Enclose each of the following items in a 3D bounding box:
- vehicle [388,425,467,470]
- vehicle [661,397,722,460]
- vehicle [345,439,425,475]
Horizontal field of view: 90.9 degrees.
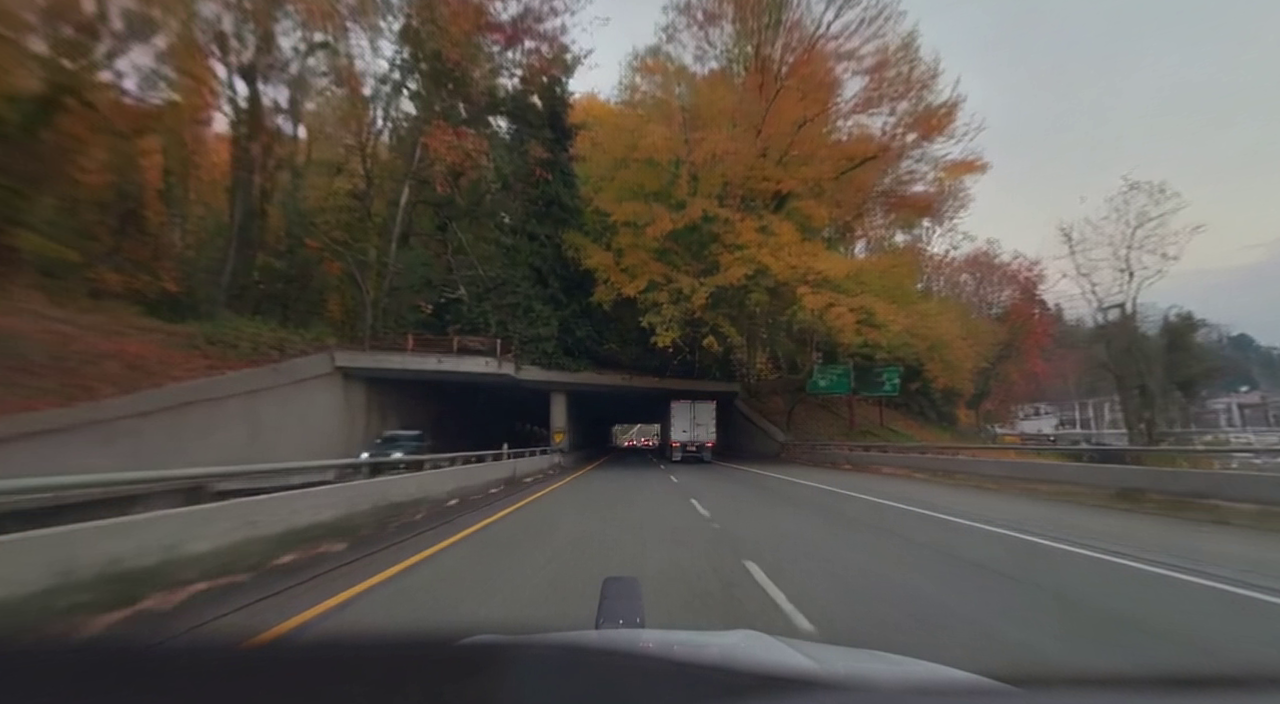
[{"bbox_3d":[-13.513,6.135,40.707,2.497,2.625,7.038,0,-8,1],"label":"vehicle"},{"bbox_3d":[3.578,6.022,48.307,3.357,4.101,14.659,0,-8,0],"label":"vehicle"},{"bbox_3d":[-13.452,5.554,33.638,2.007,1.714,5.291,0,-8,1],"label":"vehicle"}]
